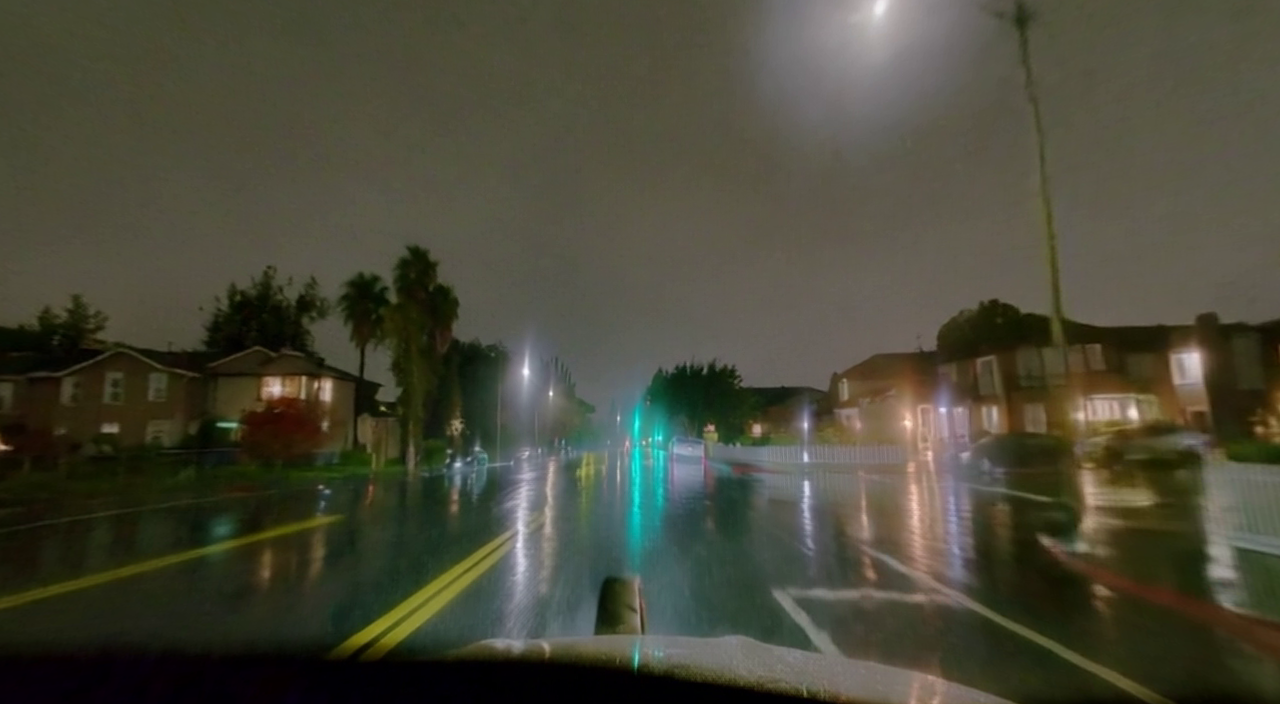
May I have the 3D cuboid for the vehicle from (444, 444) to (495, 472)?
[{"bbox_3d":[-11.038,6.865,41.287,2.049,1.527,4.677,-4,-8,-1],"label":"vehicle"}]

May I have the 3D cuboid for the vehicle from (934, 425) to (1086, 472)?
[{"bbox_3d":[14.308,3.754,24.678,4.635,1.706,1.954,-1,-8,2],"label":"vehicle"}]

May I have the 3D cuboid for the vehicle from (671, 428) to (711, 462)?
[{"bbox_3d":[3.660,6.844,46.639,2.504,2.114,6.073,5,-8,3],"label":"vehicle"}]

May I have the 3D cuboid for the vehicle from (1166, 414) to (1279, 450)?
[{"bbox_3d":[29.872,4.140,32.582,1.918,1.717,4.112,-1,-8,2],"label":"vehicle"}]

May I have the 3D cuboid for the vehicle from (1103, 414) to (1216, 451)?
[{"bbox_3d":[26.973,4.222,33.013,2.000,1.773,4.469,0,-8,-1],"label":"vehicle"}]
